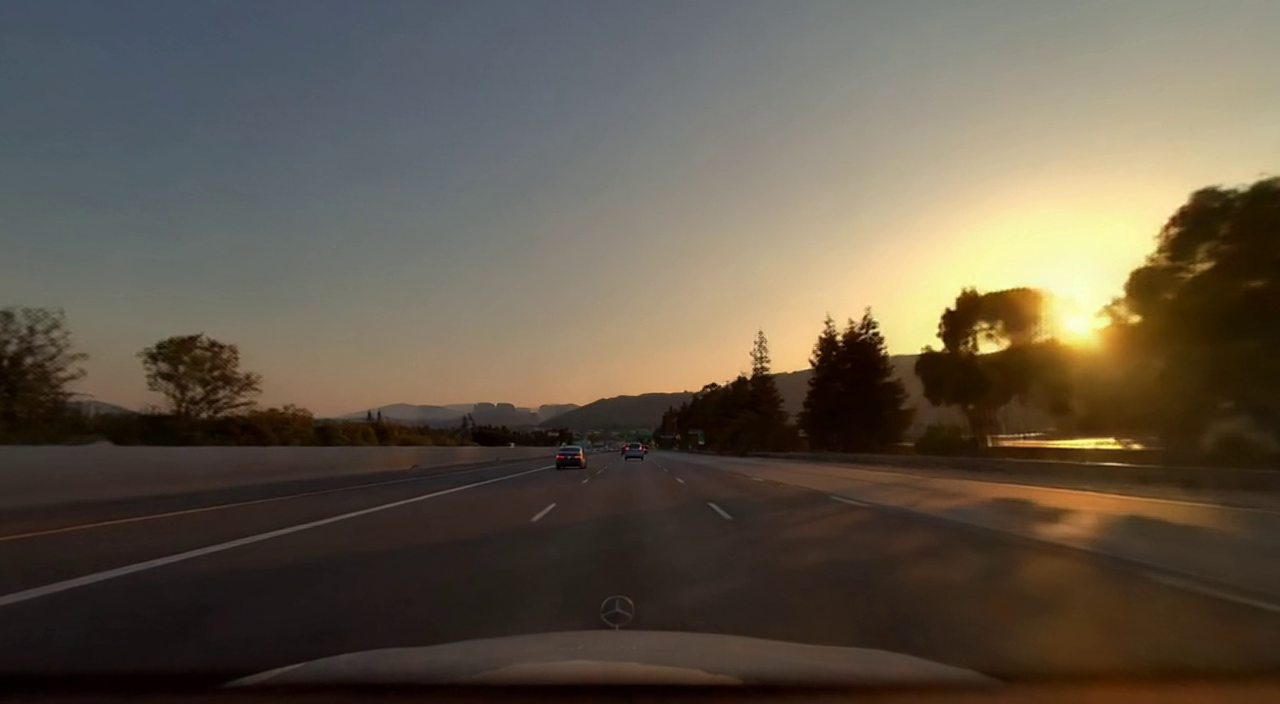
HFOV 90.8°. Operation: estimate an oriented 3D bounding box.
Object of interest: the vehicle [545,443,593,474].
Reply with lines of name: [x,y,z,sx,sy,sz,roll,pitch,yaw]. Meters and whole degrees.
vehicle: [-3.892,5.938,35.588,2.140,1.574,4.946,0,-8,0]
